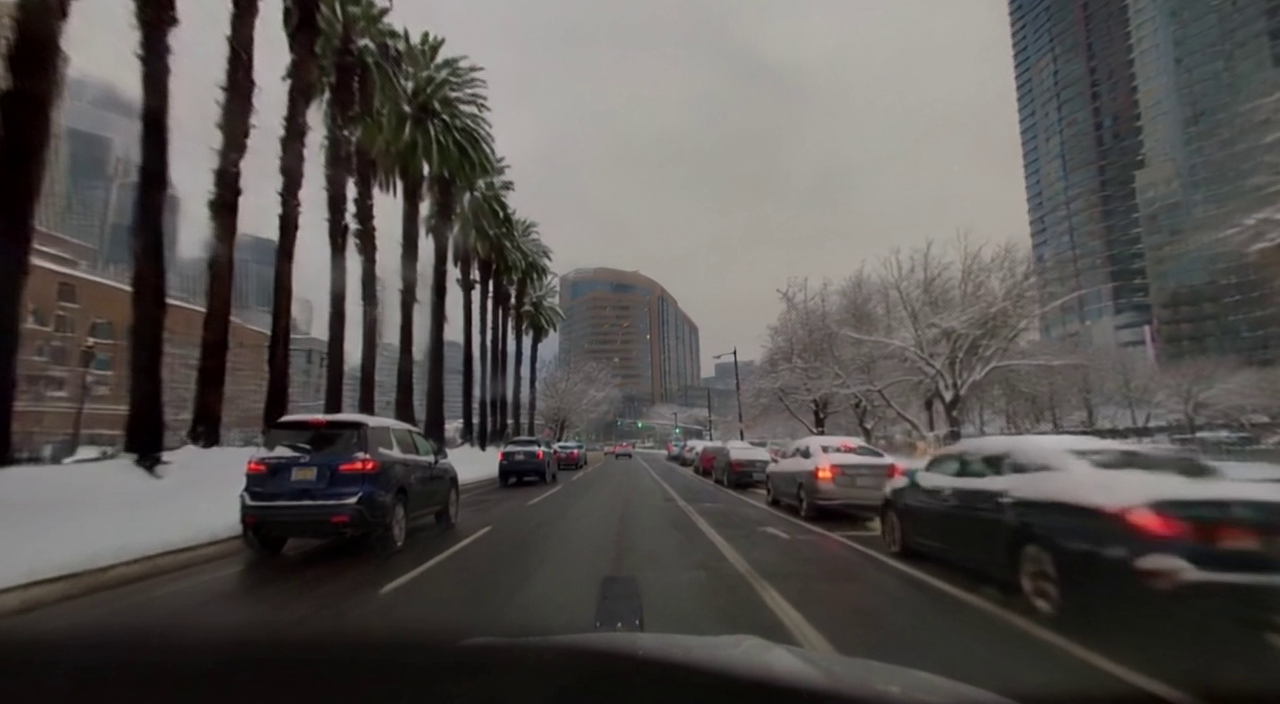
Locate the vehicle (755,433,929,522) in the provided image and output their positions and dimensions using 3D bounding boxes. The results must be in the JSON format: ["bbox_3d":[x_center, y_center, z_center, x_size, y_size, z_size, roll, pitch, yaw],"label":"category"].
[{"bbox_3d":[3.841,2.455,12.986,1.925,1.486,4.744,0,-8,-1],"label":"vehicle"}]

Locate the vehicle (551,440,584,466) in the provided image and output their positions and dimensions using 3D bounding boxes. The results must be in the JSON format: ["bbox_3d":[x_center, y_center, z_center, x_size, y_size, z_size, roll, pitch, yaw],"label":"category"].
[{"bbox_3d":[-4.829,6.759,42.414,1.955,1.637,4.243,0,-8,-3],"label":"vehicle"}]

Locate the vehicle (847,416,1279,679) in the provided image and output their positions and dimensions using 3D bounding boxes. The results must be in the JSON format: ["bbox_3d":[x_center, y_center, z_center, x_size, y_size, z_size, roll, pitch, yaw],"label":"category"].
[{"bbox_3d":[3.950,1.444,6.000,2.138,1.447,4.793,0,-8,-3],"label":"vehicle"}]

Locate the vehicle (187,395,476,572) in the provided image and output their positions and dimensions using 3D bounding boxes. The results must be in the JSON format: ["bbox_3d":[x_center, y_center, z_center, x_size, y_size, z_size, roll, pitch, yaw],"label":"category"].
[{"bbox_3d":[-3.710,1.650,8.611,1.800,1.797,4.224,0,-8,0],"label":"vehicle"}]

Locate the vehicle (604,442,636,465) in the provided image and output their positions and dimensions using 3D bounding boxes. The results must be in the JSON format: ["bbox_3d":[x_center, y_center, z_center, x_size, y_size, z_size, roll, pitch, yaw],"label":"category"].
[{"bbox_3d":[-1.403,6.860,42.752,2.036,1.461,3.890,1,-8,-5],"label":"vehicle"}]

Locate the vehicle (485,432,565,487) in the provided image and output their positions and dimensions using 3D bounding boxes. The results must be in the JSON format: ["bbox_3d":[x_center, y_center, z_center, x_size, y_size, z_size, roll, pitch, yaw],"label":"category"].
[{"bbox_3d":[-3.949,3.762,22.394,2.014,1.740,4.392,0,-8,0],"label":"vehicle"}]
